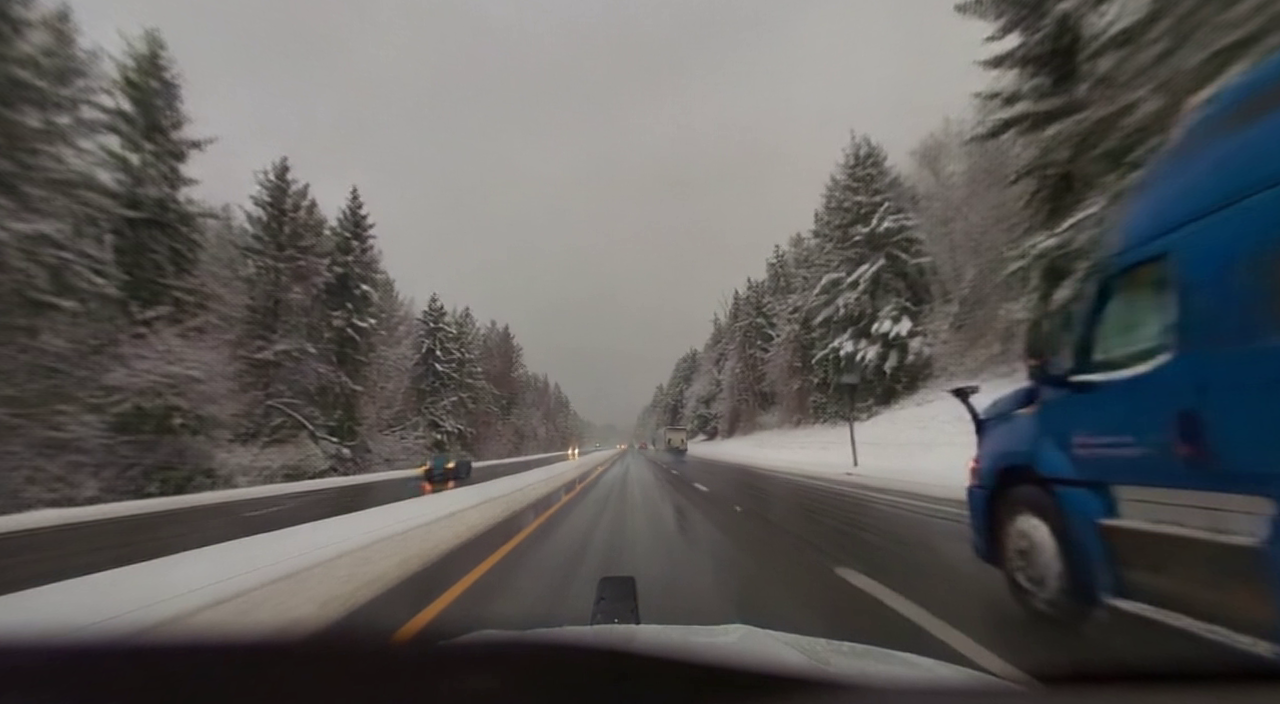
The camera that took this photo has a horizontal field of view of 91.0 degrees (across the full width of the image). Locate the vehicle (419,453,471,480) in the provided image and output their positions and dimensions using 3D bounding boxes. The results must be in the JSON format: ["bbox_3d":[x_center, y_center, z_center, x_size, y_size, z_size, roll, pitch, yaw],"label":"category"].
[{"bbox_3d":[-12.406,7.271,40.232,1.923,1.507,4.349,-1,-8,0],"label":"vehicle"}]

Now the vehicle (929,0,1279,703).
[{"bbox_3d":[4.241,-0.331,0.600,3.101,3.507,9.878,0,-8,-1],"label":"vehicle"}]
